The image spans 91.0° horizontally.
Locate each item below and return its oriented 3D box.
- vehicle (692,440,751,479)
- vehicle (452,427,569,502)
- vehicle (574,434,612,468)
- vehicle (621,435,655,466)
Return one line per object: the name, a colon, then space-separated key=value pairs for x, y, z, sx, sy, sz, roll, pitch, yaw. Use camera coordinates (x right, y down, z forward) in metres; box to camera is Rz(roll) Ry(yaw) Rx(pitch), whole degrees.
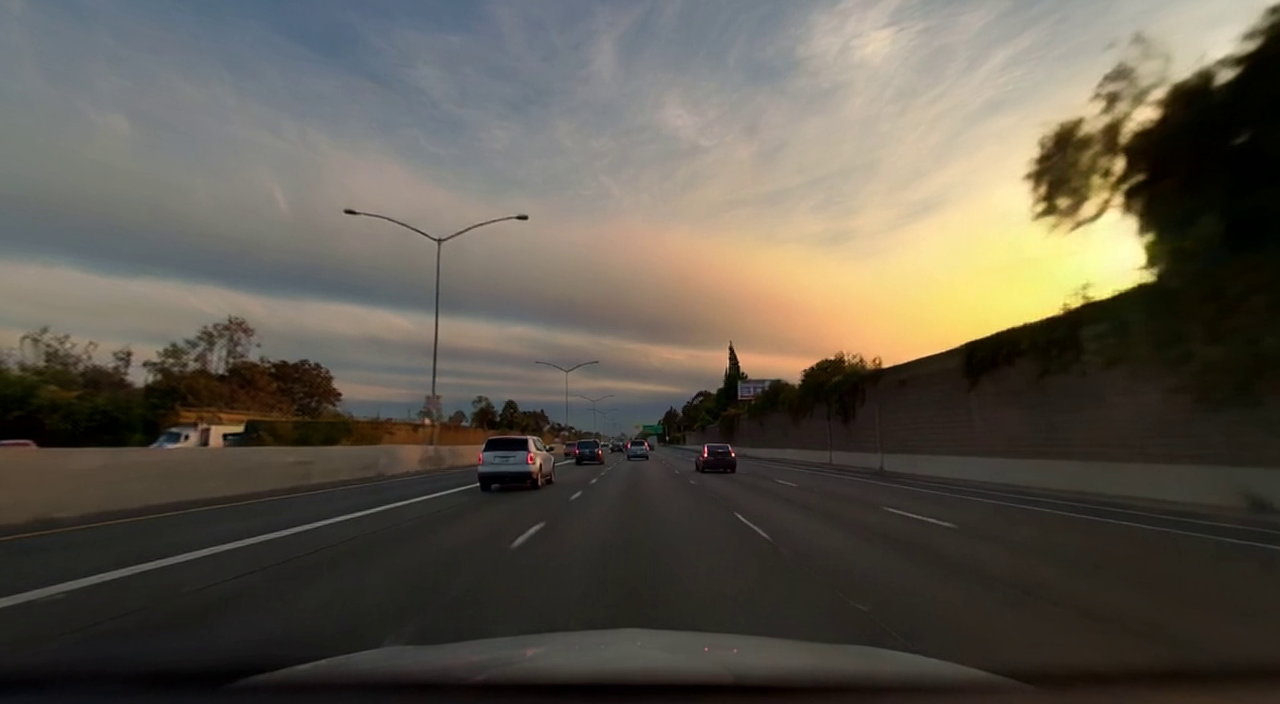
vehicle: x=3.922 y=5.269 z=31.092 sx=2.224 sy=1.752 sz=4.487 roll=1 pitch=-9 yaw=-1
vehicle: x=-3.519 y=3.192 z=18.366 sx=2.184 sy=1.819 sz=5.441 roll=0 pitch=-9 yaw=1
vehicle: x=-3.286 y=7.016 z=44.780 sx=2.378 sy=2.214 sz=4.352 roll=0 pitch=-9 yaw=0
vehicle: x=-0.106 y=7.615 z=48.887 sx=2.485 sy=2.215 sz=5.199 roll=0 pitch=-9 yaw=0
